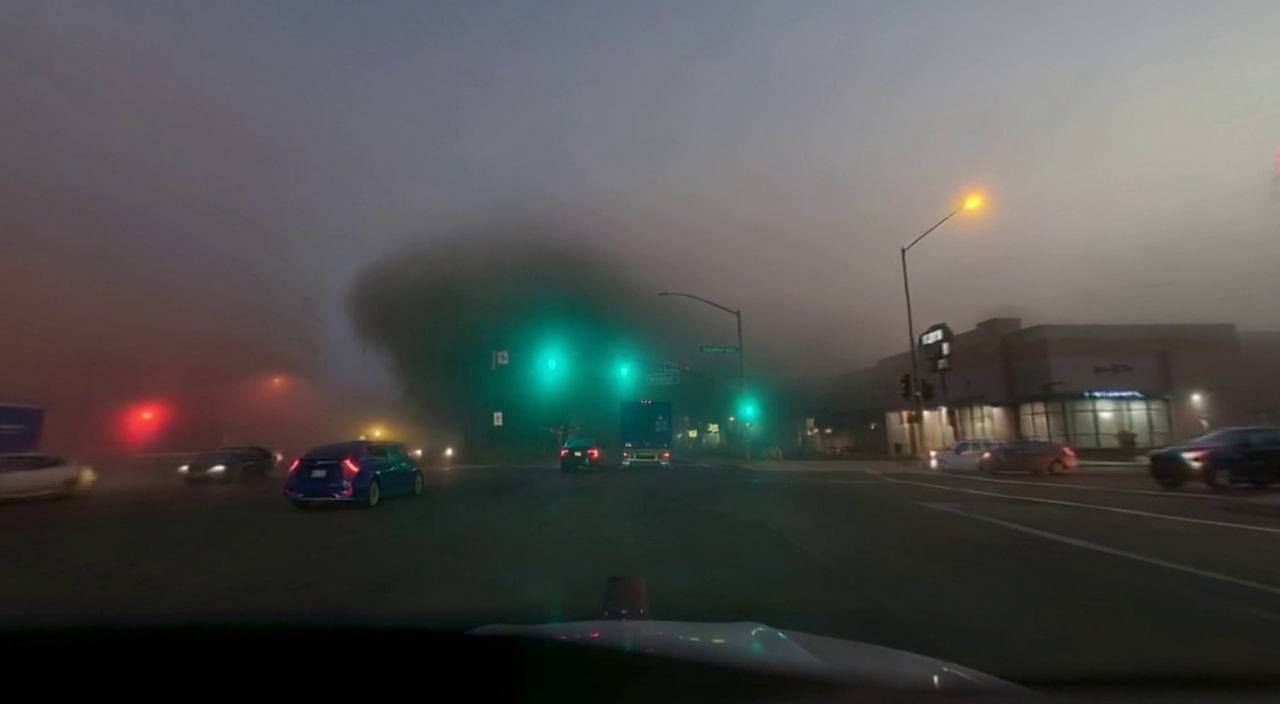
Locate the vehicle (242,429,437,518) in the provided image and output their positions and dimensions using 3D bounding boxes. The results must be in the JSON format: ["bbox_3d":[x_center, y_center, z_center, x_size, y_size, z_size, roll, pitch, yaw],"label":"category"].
[{"bbox_3d":[-6.381,2.621,14.132,2.045,1.630,4.680,0,-8,0],"label":"vehicle"}]

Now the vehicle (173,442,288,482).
[{"bbox_3d":[-17.744,4.764,27.507,1.922,1.575,4.620,0,-8,0],"label":"vehicle"}]

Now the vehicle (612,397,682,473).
[{"bbox_3d":[0.306,4.071,30.422,2.993,3.235,6.692,0,-8,0],"label":"vehicle"}]

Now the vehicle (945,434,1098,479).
[{"bbox_3d":[14.665,4.065,24.357,4.568,1.485,1.936,-2,-11,0],"label":"vehicle"}]

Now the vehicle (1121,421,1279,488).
[{"bbox_3d":[16.891,2.847,17.597,5.039,1.744,2.043,0,-8,0],"label":"vehicle"}]

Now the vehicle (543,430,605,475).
[{"bbox_3d":[-2.886,4.564,28.701,2.178,1.826,4.933,0,-8,1],"label":"vehicle"}]
